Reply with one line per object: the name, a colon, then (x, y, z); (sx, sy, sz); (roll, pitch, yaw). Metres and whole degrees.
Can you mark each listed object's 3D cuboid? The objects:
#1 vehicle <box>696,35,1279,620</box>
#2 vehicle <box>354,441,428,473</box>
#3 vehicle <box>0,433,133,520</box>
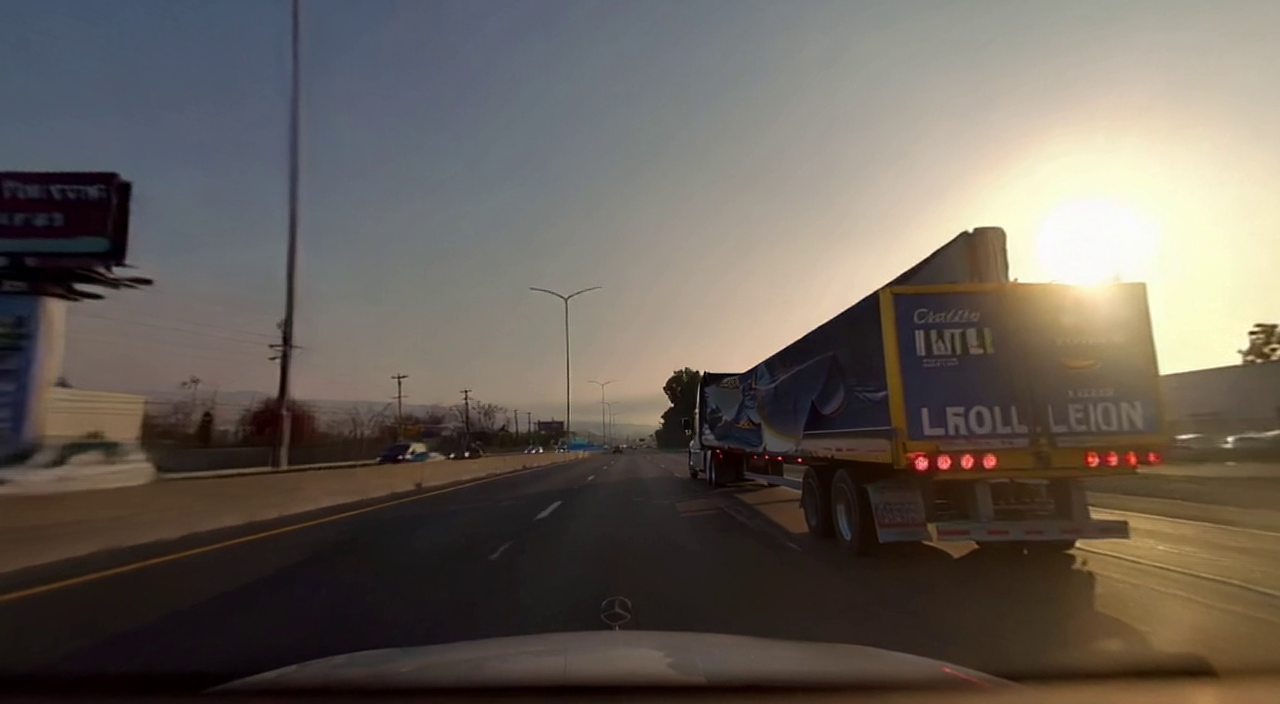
vehicle: (3.620, 0.948, 13.155); (2.891, 4.387, 17.121); (0, -9, -1)
vehicle: (-14.781, 6.262, 37.948); (2.203, 1.736, 5.504); (0, -9, 0)
vehicle: (-10.908, 2.110, 10.880); (1.545, 1.369, 3.358); (0, -9, -1)
